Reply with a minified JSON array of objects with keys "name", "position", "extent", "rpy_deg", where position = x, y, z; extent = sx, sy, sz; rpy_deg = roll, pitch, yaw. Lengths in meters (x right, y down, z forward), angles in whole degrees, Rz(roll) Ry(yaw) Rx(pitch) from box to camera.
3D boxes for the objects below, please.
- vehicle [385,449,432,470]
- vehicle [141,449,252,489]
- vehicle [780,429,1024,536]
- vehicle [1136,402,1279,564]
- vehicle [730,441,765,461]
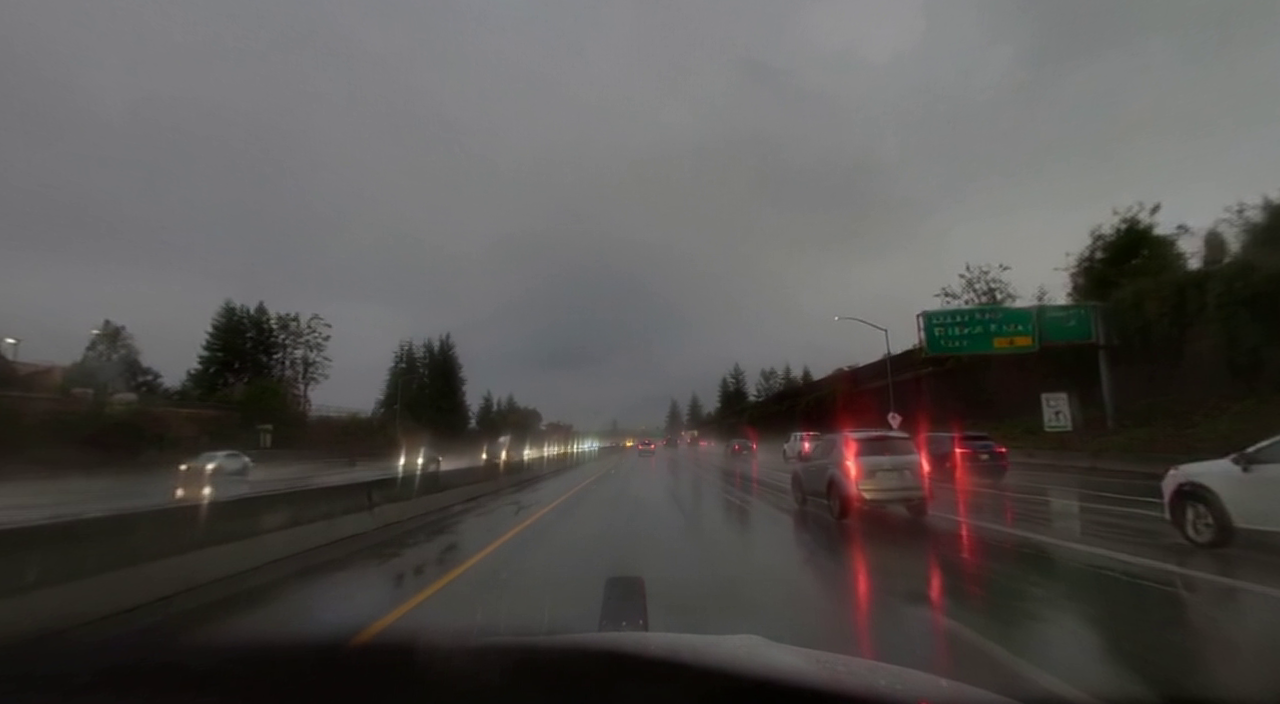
[{"name":"vehicle","position":[-17.555,8.173,48.098],"extent":[1.882,1.477,4.563],"rpy_deg":[0,-8,0]},{"name":"vehicle","position":[-21.565,5.671,30.945],"extent":[2.117,1.716,4.533],"rpy_deg":[0,-8,0]},{"name":"vehicle","position":[4.245,2.205,11.426],"extent":[2.223,1.483,5.075],"rpy_deg":[0,-8,0]},{"name":"vehicle","position":[7.725,1.319,6.210],"extent":[1.966,1.686,4.532],"rpy_deg":[0,-8,0]},{"name":"vehicle","position":[8.186,7.558,48.375],"extent":[1.919,1.476,4.303],"rpy_deg":[0,-8,-1]}]
